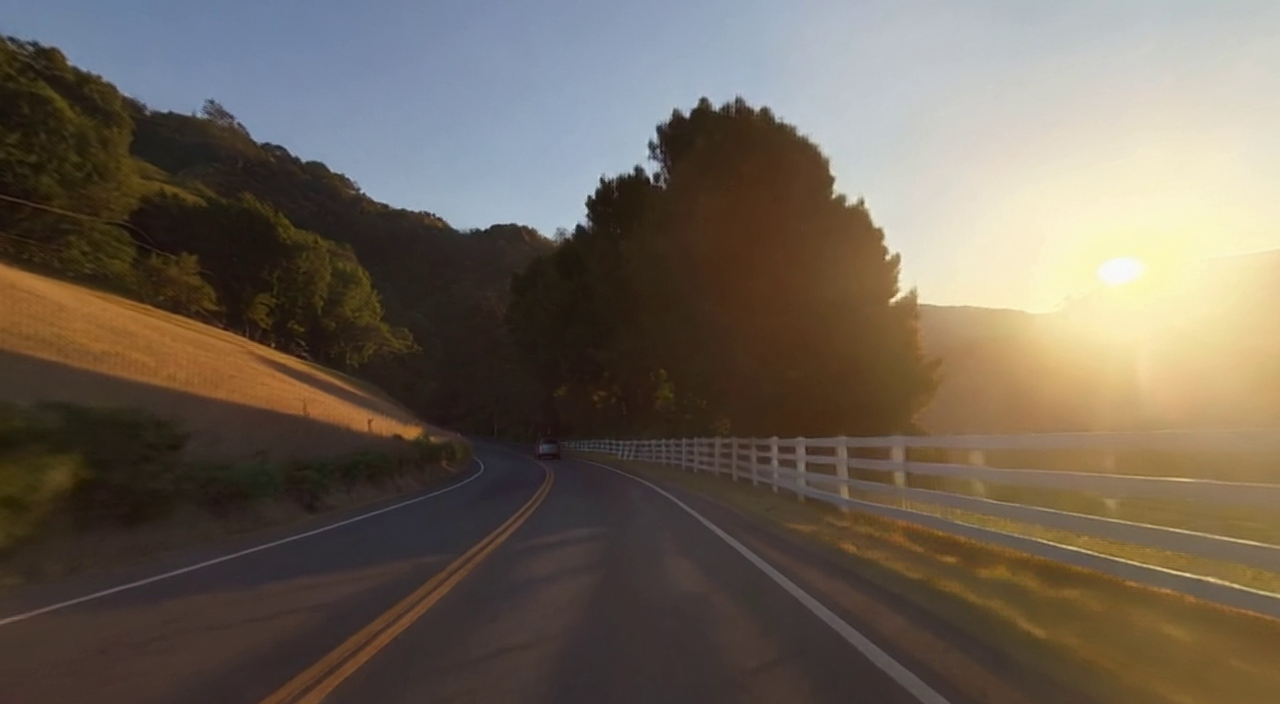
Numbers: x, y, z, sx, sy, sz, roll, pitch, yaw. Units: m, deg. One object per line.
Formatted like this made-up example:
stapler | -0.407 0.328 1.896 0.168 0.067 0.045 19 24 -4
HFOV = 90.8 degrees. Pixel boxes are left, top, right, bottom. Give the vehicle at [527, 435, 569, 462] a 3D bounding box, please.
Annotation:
vehicle | -7.316 7.610 49.841 2.439 1.912 5.605 3 -9 -16
